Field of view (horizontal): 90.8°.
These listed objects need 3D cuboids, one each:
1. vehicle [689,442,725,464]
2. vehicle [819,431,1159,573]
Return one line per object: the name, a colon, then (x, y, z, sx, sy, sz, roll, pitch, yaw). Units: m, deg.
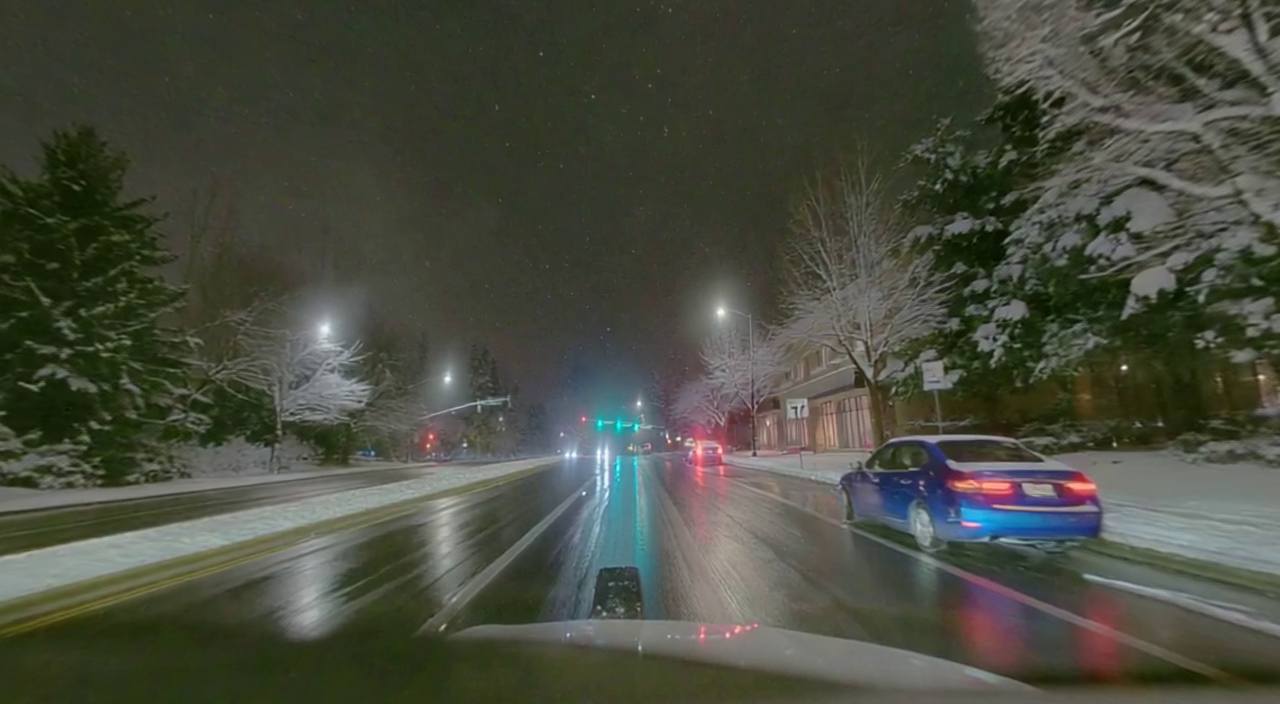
vehicle: (4.647, 7.082, 44.384, 1.942, 1.469, 4.049, 0, -9, -3)
vehicle: (4.325, 1.920, 9.015, 2.093, 1.446, 4.761, 0, -8, -1)
